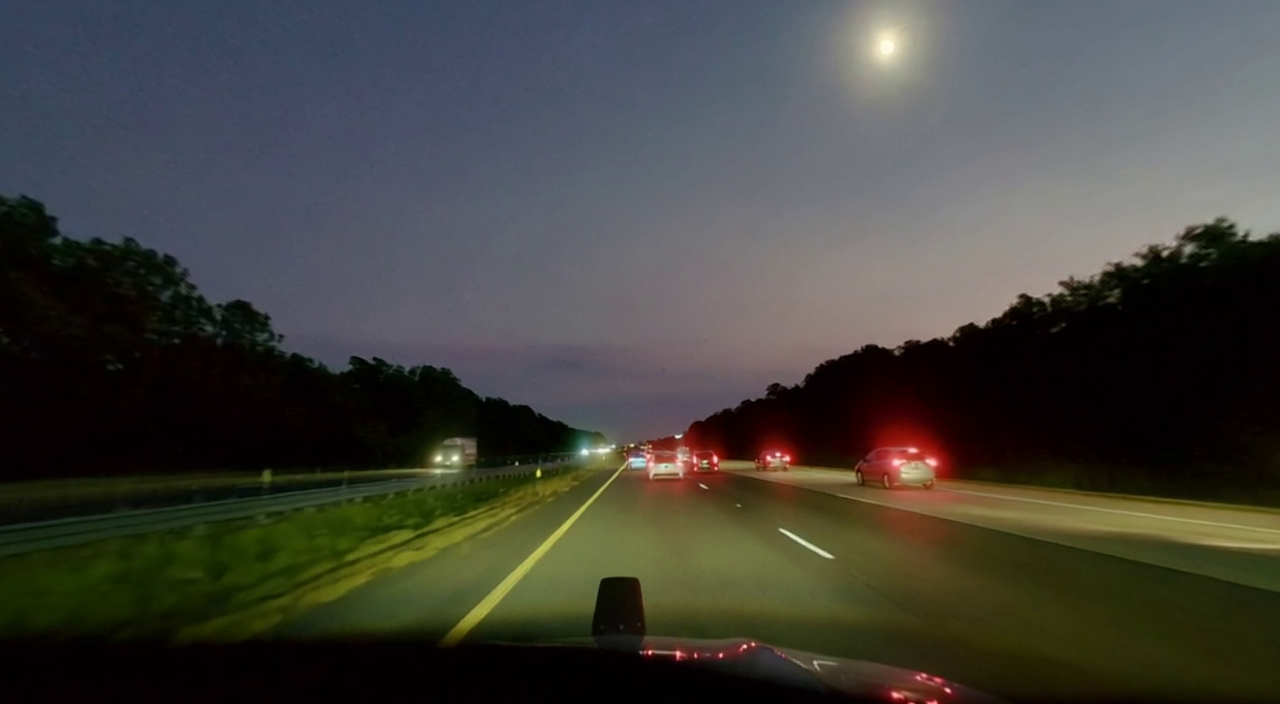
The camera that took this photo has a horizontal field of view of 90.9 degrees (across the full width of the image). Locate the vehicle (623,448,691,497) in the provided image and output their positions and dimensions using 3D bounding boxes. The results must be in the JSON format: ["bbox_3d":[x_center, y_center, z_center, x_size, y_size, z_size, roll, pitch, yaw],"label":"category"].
[{"bbox_3d":[0.487,3.894,20.757,2.020,1.426,3.702,0,-9,-1],"label":"vehicle"}]

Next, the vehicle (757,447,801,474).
[{"bbox_3d":[8.860,6.939,40.422,1.957,1.594,3.632,0,-9,-1],"label":"vehicle"}]

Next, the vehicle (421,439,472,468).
[{"bbox_3d":[-13.184,6.943,43.254,2.052,1.824,4.667,0,-9,0],"label":"vehicle"}]

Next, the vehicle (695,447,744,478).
[{"bbox_3d":[4.191,5.902,33.848,1.981,1.518,4.029,0,-9,-1],"label":"vehicle"}]

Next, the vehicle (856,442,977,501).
[{"bbox_3d":[8.131,3.529,18.948,1.847,1.554,3.752,0,-9,-1],"label":"vehicle"}]
